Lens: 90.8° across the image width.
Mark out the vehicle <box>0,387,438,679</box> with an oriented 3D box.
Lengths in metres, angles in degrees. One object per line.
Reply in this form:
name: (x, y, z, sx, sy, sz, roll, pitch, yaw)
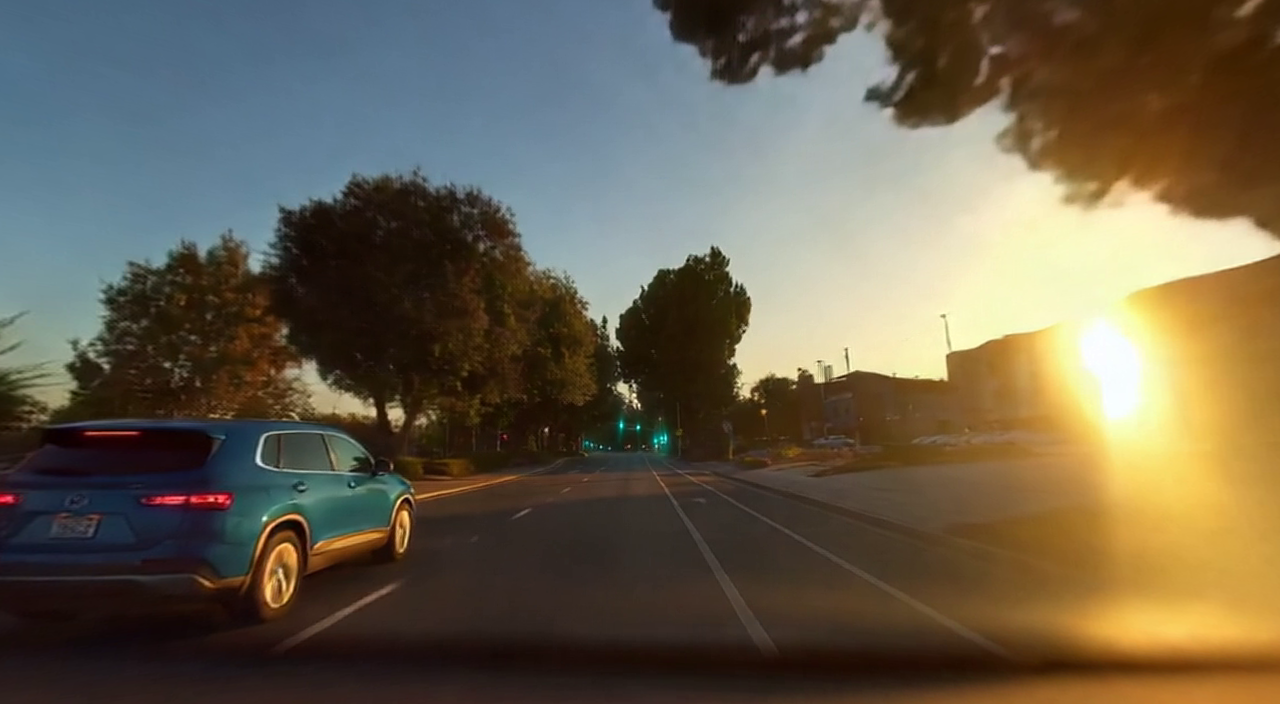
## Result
vehicle: (-3.728, 1.406, 6.022, 2.121, 1.724, 4.392, 0, -9, 0)
